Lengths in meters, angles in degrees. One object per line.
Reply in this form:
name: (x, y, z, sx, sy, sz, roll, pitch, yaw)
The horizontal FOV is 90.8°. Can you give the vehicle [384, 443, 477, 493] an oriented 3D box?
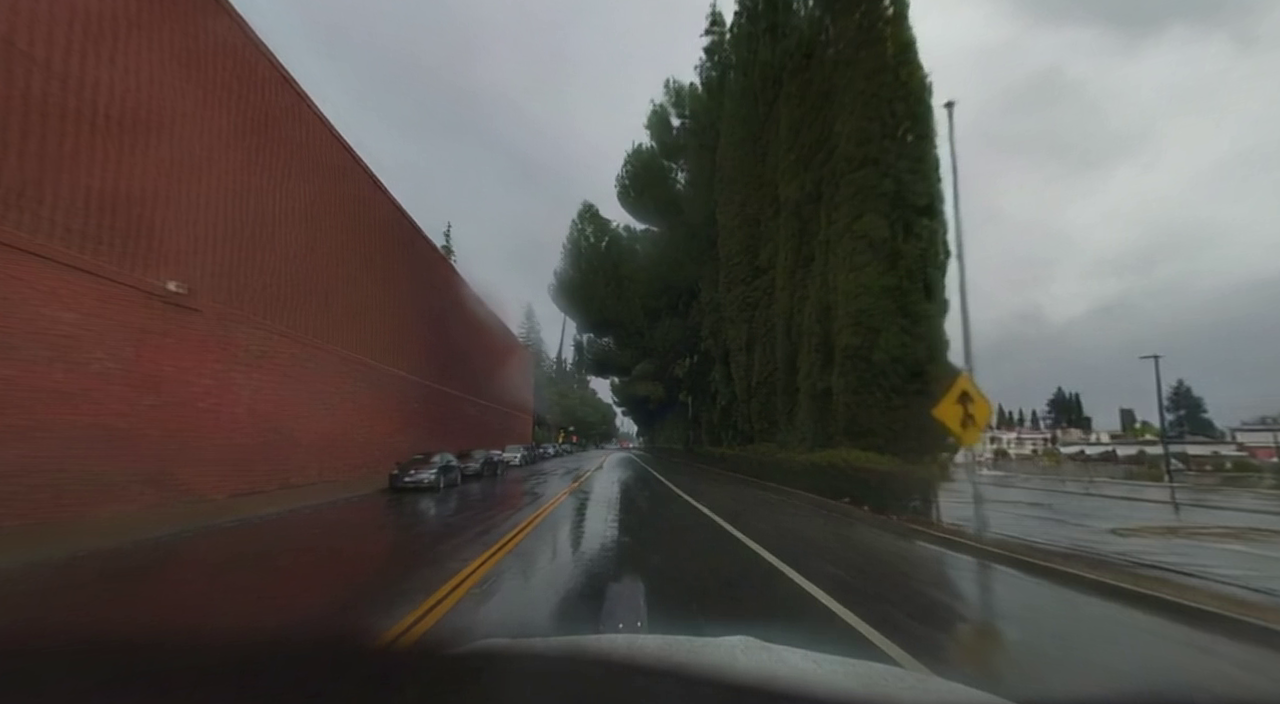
vehicle: (-7.342, 4.081, 22.679, 1.899, 1.485, 4.593, 2, -8, -2)
